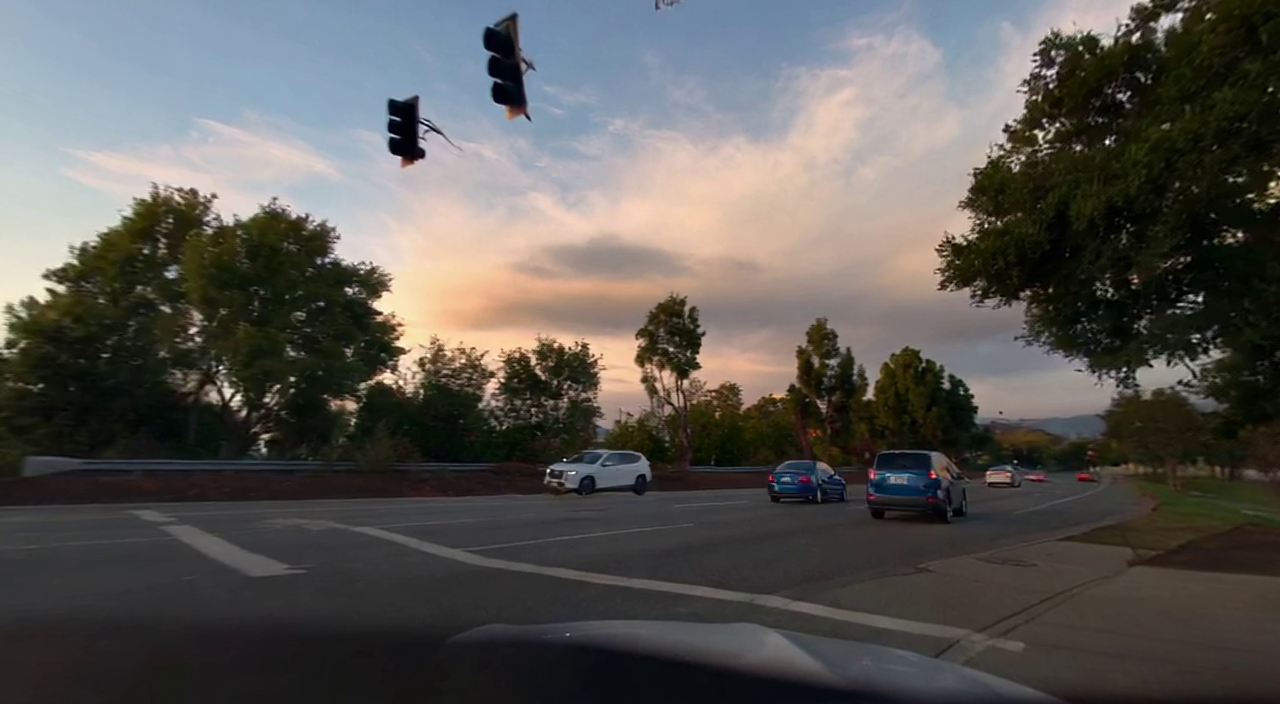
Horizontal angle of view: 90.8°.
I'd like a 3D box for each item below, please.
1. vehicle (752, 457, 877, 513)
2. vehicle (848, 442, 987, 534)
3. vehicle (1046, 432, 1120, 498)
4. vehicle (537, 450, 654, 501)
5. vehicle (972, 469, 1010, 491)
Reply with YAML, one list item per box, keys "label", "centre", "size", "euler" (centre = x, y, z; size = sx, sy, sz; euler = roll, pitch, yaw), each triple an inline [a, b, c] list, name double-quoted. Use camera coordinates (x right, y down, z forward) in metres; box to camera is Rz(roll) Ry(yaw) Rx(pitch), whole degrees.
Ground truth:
- label: "vehicle"
  centre: [5.981, 4.384, 21.370]
  size: [2.123, 1.592, 4.505]
  euler: [-8, -12, 43]
- label: "vehicle"
  centre: [6.792, 3.111, 15.212]
  size: [2.125, 1.830, 4.370]
  euler: [-6, -10, 35]
- label: "vehicle"
  centre: [32.315, 8.044, 45.848]
  size: [2.945, 4.155, 10.649]
  euler: [-7, -11, 40]
- label: "vehicle"
  centre: [-1.716, 4.934, 25.680]
  size: [1.973, 1.826, 4.538]
  euler: [-8, -12, 43]
- label: "vehicle"
  centre: [27.095, 9.829, 48.661]
  size: [1.822, 1.491, 4.237]
  euler: [-7, -11, 37]
